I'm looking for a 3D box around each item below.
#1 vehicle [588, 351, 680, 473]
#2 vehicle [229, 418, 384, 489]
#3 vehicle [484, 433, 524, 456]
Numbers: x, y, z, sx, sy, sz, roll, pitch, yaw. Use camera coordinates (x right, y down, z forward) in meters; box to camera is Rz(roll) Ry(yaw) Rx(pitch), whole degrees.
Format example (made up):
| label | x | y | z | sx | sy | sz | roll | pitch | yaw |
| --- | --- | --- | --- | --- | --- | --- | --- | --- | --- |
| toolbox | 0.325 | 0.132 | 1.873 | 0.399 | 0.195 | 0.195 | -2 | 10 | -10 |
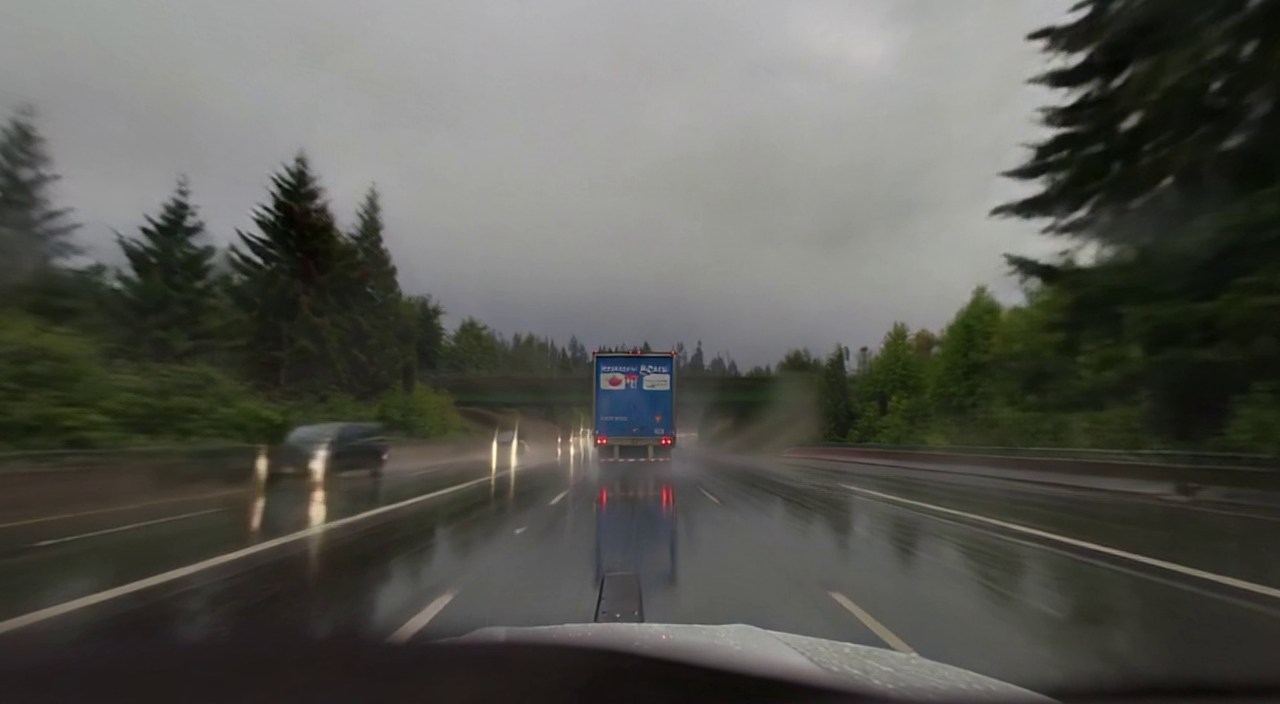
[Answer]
| label | x | y | z | sx | sy | sz | roll | pitch | yaw |
| --- | --- | --- | --- | --- | --- | --- | --- | --- | --- |
| vehicle | -0.419 | 2.566 | 25.139 | 2.895 | 3.861 | 10.213 | 0 | -8 | -3 |
| vehicle | -8.847 | 2.718 | 17.200 | 2.043 | 1.672 | 4.101 | 0 | -8 | -1 |
| vehicle | -9.204 | 6.301 | 42.911 | 1.872 | 1.461 | 3.966 | -1 | -8 | 0 |
